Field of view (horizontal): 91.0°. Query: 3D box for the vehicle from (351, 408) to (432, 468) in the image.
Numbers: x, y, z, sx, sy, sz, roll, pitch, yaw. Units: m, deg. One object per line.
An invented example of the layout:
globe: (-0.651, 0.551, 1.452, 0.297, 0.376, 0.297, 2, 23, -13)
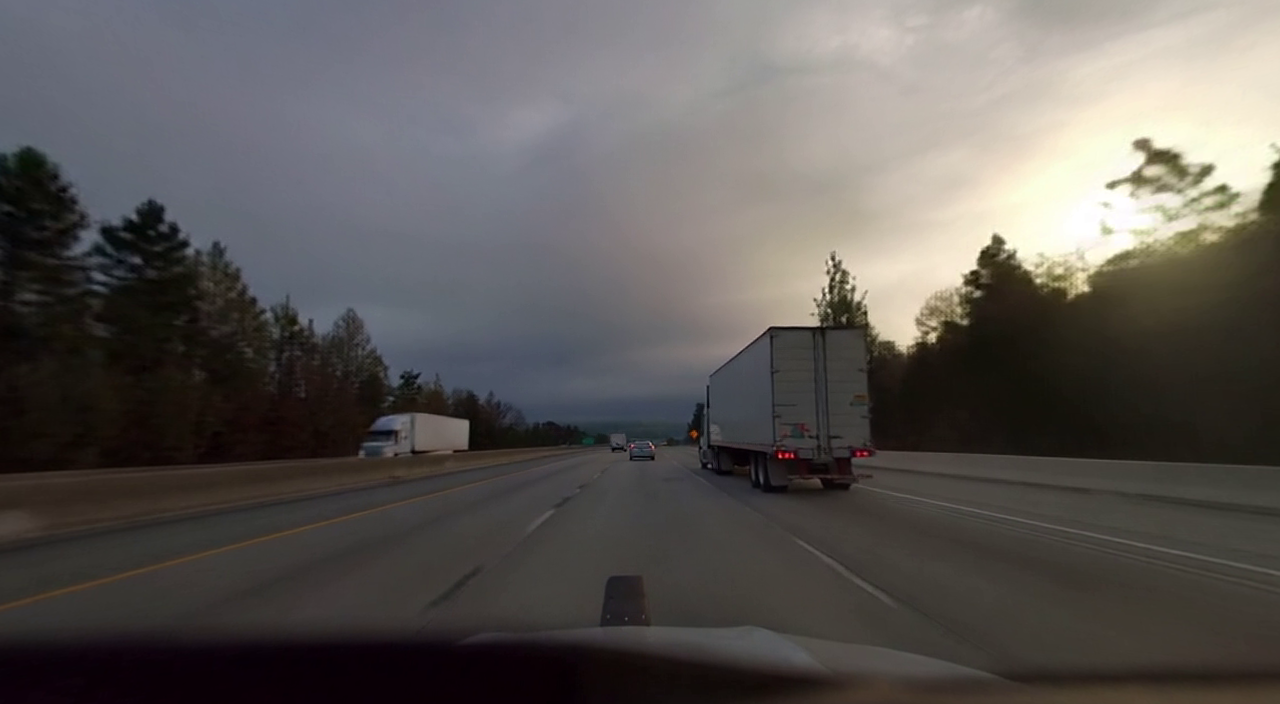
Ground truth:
vehicle: (-18.794, 6.625, 48.246, 3.210, 4.212, 7.175, 0, -8, 0)

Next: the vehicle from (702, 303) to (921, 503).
vehicle: (4.210, 1.997, 20.067, 3.005, 4.131, 14.221, 0, -8, 0)

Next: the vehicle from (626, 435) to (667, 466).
vehicle: (0.416, 5.572, 35.762, 2.139, 1.607, 4.034, -1, -8, 3)
